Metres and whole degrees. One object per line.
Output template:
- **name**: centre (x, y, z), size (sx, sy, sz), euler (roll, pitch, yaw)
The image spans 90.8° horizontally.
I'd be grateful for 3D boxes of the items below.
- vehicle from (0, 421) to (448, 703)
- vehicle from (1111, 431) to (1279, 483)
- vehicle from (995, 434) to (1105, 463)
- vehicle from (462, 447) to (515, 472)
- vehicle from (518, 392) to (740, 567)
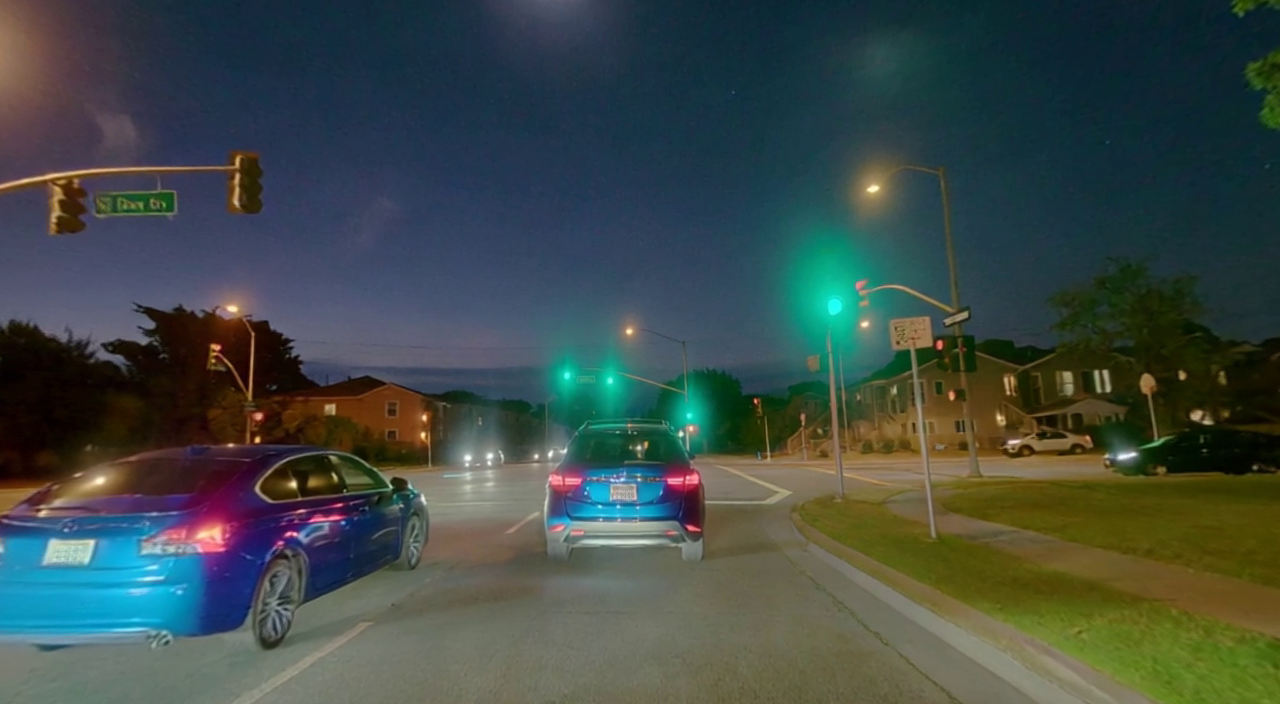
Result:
- **vehicle**: centre (-3.330, 1.430, 5.549), size (1.934, 1.459, 4.368), euler (0, -8, 0)
- **vehicle**: centre (17.226, 3.099, 18.769), size (4.715, 1.439, 1.874), euler (-2, -9, 14)
- **vehicle**: centre (21.348, 5.048, 33.105), size (4.353, 1.431, 1.876), euler (-2, -9, 14)
- **vehicle**: centre (-9.527, 6.757, 40.076), size (2.028, 1.474, 4.637), euler (-1, -8, 2)
- **vehicle**: centre (-0.179, 1.718, 9.220), size (2.396, 1.881, 4.606), euler (0, -8, -2)
